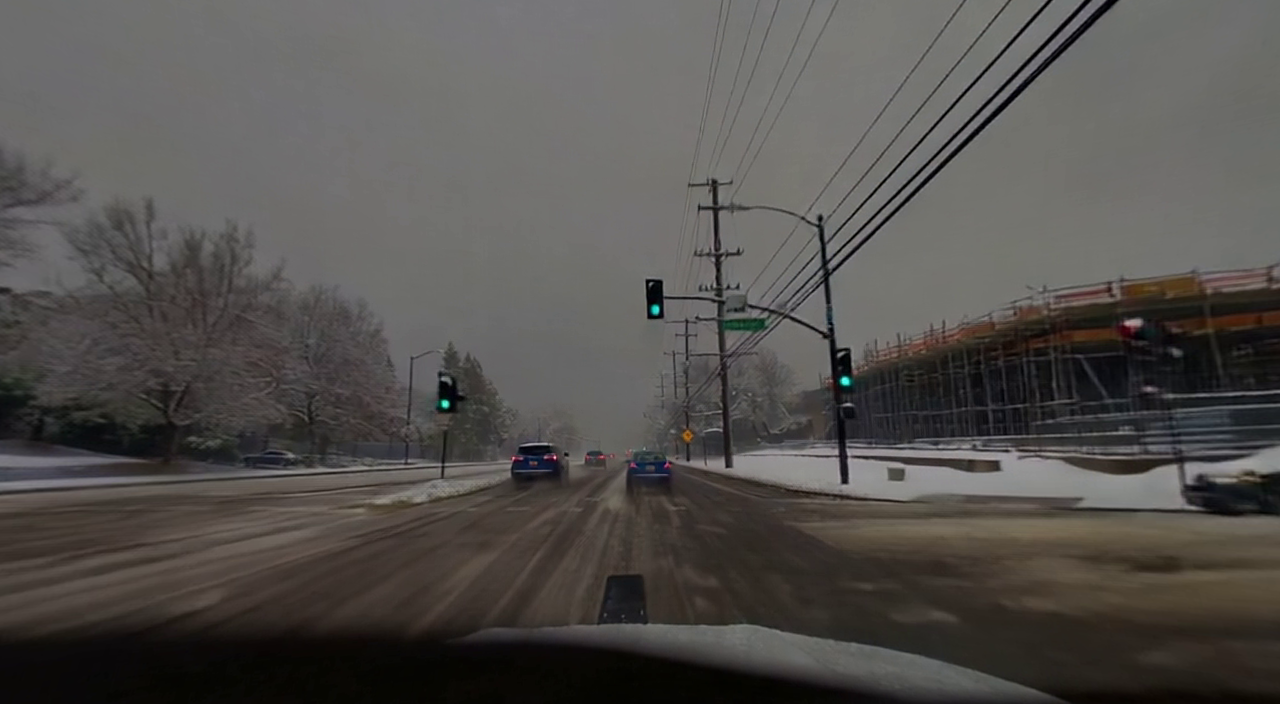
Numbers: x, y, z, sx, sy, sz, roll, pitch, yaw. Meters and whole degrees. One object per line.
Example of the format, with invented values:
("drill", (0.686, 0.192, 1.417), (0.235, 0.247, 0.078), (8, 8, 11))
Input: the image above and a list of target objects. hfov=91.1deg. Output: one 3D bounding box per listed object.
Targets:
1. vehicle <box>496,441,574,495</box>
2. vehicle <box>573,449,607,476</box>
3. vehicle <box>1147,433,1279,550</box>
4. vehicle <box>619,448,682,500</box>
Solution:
("vehicle", (-3.784, 4.257, 23.418), (2.078, 1.804, 4.387), (-1, -9, 1))
("vehicle", (-3.473, 7.711, 44.113), (1.910, 1.713, 4.786), (-1, -9, 1))
("vehicle", (12.045, 2.241, 10.729), (4.551, 1.759, 2.320), (-3, -9, 5))
("vehicle", (0.349, 4.348, 22.767), (2.059, 1.691, 3.980), (0, -9, 0))
